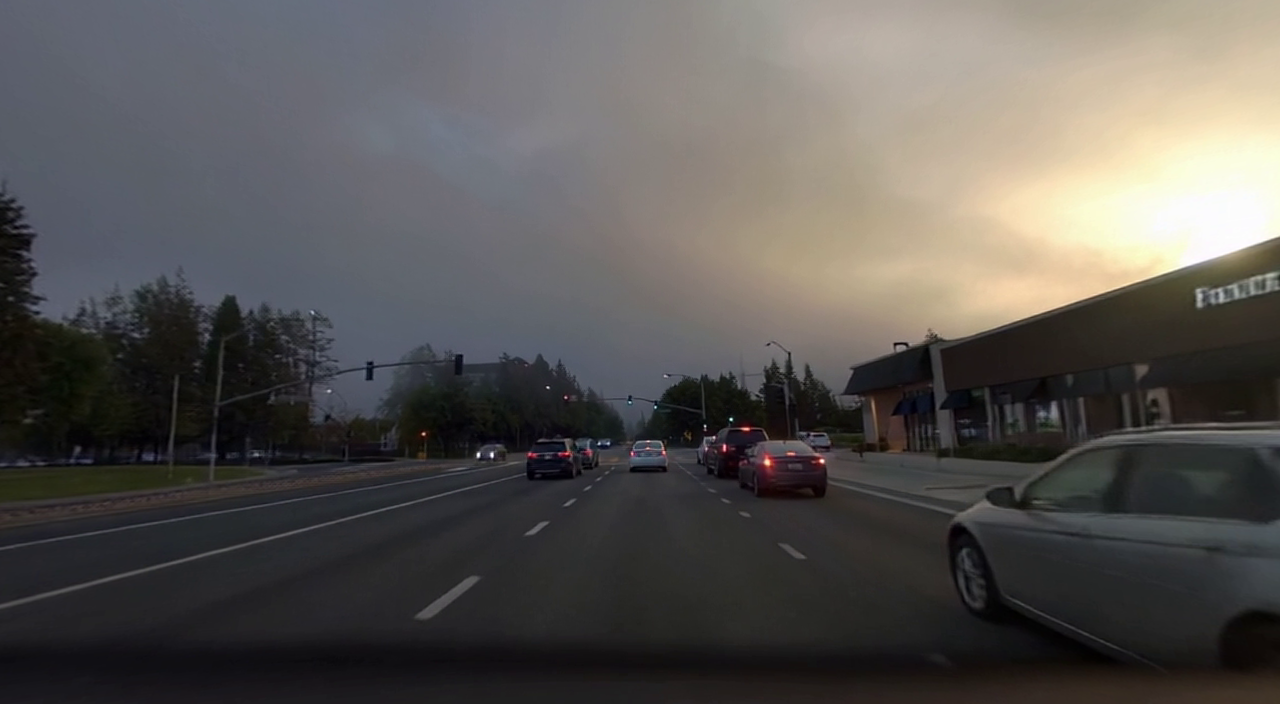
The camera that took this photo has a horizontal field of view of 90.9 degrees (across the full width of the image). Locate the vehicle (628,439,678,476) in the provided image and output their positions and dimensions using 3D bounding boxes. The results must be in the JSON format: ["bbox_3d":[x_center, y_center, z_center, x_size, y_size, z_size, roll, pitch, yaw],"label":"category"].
[{"bbox_3d":[0.500,4.437,26.751,1.971,1.433,3.923,0,-8,0],"label":"vehicle"}]

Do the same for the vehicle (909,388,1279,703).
[{"bbox_3d":[3.259,0.992,3.090,1.948,1.474,4.360,0,-8,0],"label":"vehicle"}]

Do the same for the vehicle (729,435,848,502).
[{"bbox_3d":[3.579,2.882,16.032,1.913,1.463,4.198,0,-8,-1],"label":"vehicle"}]

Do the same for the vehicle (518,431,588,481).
[{"bbox_3d":[-3.252,3.989,24.478,2.023,1.720,4.452,0,-8,1],"label":"vehicle"}]

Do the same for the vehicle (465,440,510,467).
[{"bbox_3d":[-10.147,6.764,42.204,1.989,1.598,4.054,-1,-8,0],"label":"vehicle"}]
